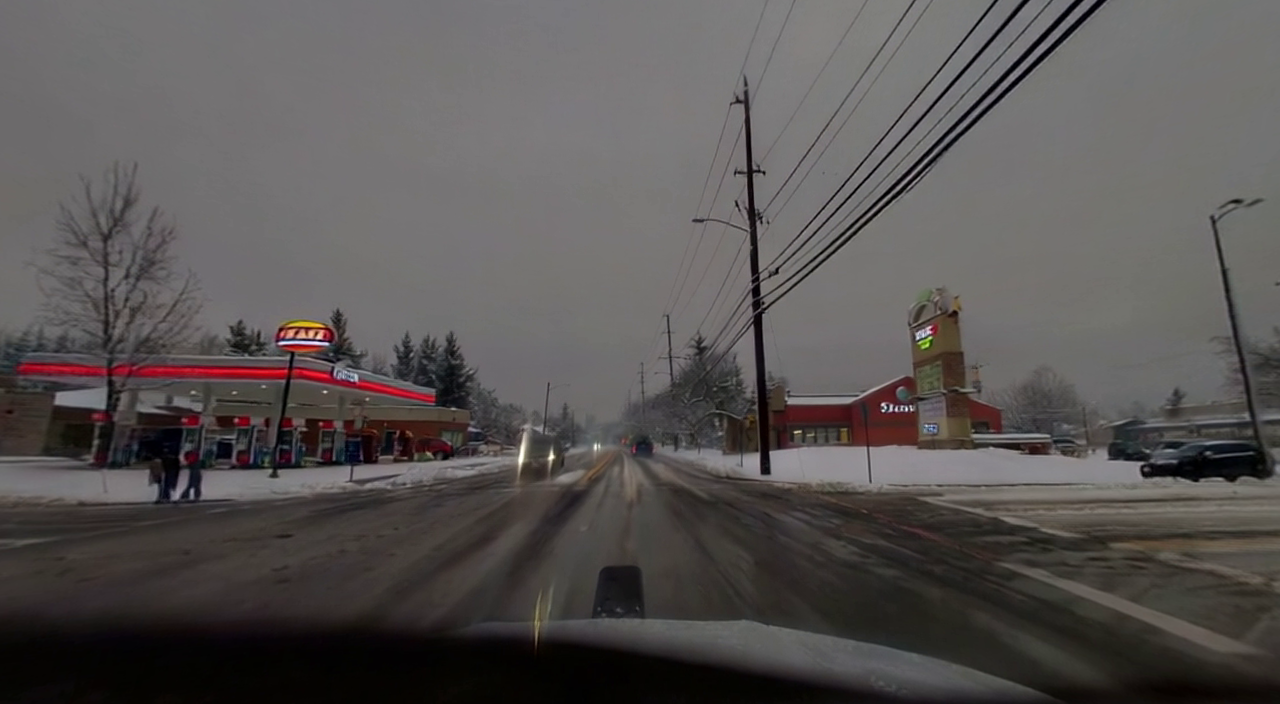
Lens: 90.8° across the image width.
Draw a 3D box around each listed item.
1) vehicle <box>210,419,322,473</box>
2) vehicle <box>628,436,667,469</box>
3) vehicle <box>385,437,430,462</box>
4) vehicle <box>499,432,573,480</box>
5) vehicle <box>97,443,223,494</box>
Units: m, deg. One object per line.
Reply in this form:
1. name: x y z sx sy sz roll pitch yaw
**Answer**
1. vehicle: -17.545 4.437 30.002 2.499 2.309 4.613 0 -8 -1
2. vehicle: 0.340 5.376 34.094 2.000 1.663 4.271 0 -8 -1
3. vehicle: -17.281 7.252 47.186 1.890 1.761 4.578 0 -8 -3
4. vehicle: -4.331 4.420 27.159 2.274 1.844 4.843 0 -8 1
5. vehicle: -15.878 3.747 20.794 5.116 1.487 1.928 -7 -10 37
